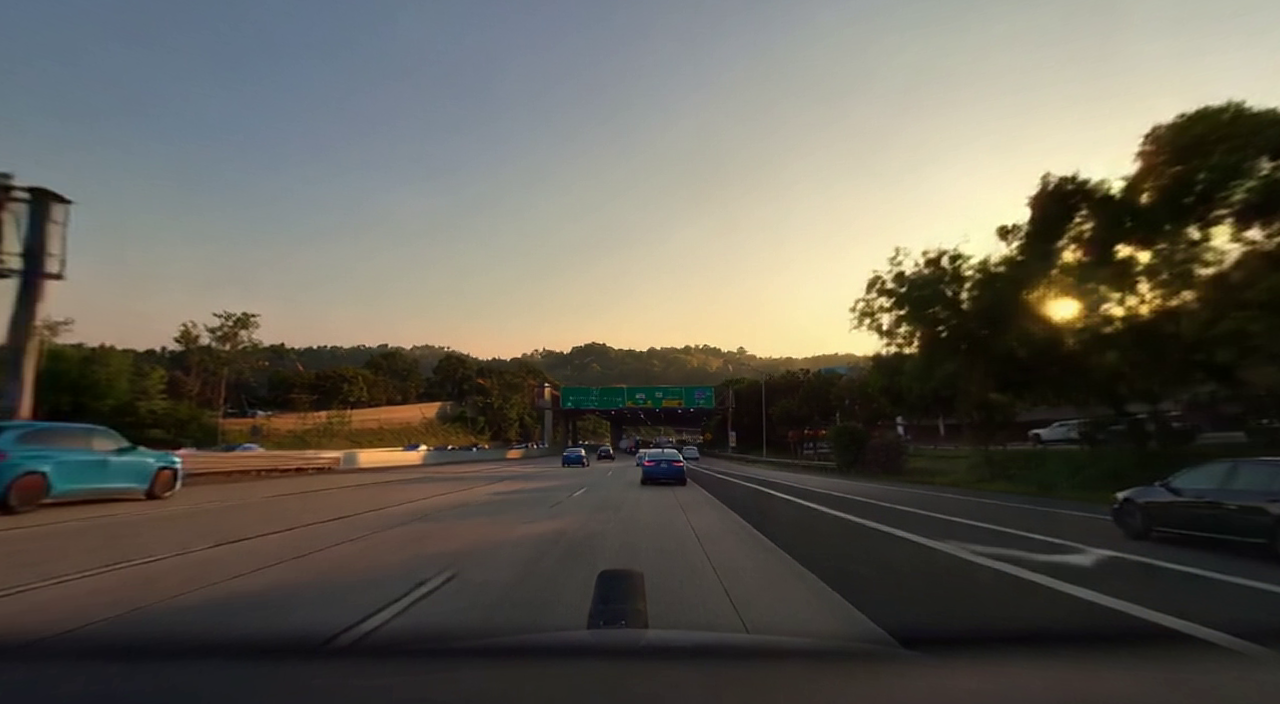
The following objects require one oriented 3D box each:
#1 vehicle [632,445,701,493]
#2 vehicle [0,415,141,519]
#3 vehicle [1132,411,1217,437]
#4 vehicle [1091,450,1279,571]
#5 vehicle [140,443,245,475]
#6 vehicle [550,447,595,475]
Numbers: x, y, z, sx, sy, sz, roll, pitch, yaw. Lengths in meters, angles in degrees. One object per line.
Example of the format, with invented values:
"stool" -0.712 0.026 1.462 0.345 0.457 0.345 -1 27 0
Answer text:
"vehicle" 0.836 3.896 21.426 2.113 1.464 4.073 0 -8 1
"vehicle" -11.299 1.932 10.713 1.950 1.664 4.403 0 -8 1
"vehicle" 33.340 4.531 39.456 1.782 1.506 3.935 0 -8 -1
"vehicle" 8.758 2.058 8.484 2.030 1.442 4.358 0 -8 -2
"vehicle" -21.529 5.144 30.610 1.861 1.442 4.319 0 -8 1
"vehicle" -3.837 6.239 36.506 2.047 1.497 4.208 0 -8 2
